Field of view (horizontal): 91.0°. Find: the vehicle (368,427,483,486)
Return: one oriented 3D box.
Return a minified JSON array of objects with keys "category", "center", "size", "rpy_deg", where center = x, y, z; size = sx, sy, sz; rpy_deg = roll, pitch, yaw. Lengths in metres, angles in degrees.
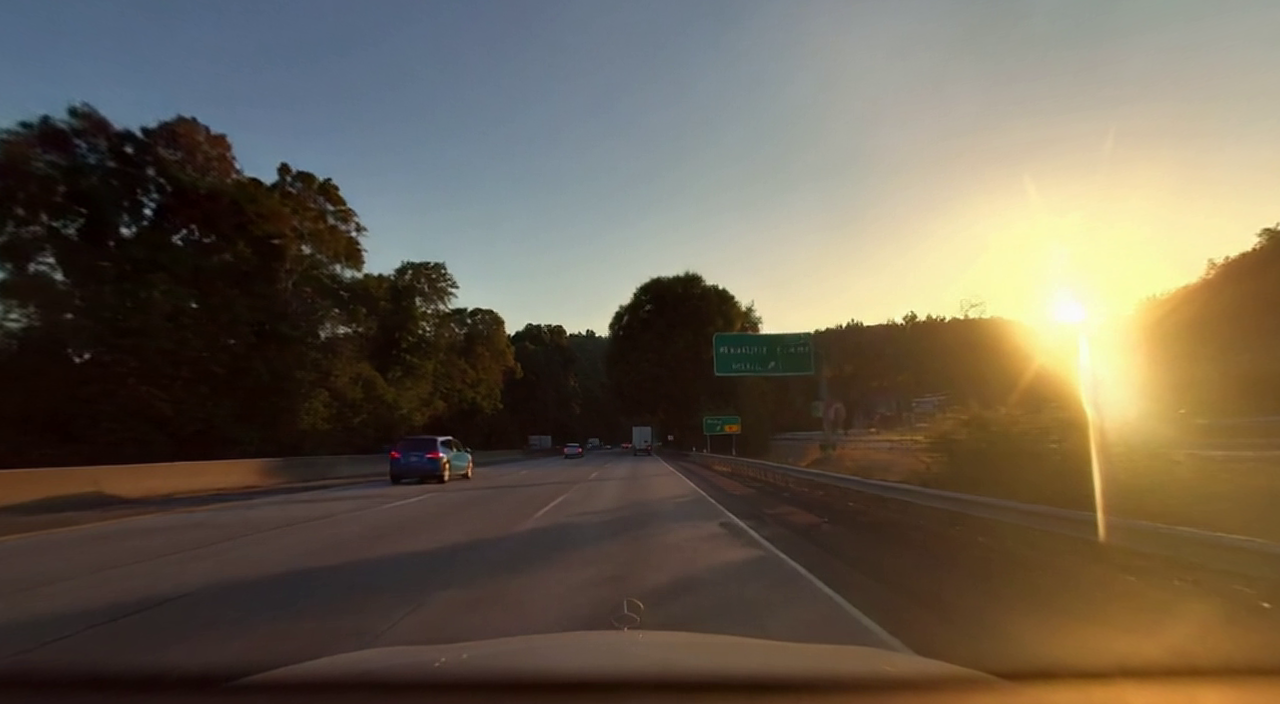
[{"category":"vehicle","center":[-7.214,3.577,21.819],"size":[2.253,1.815,4.618],"rpy_deg":[0,-9,1]}]
